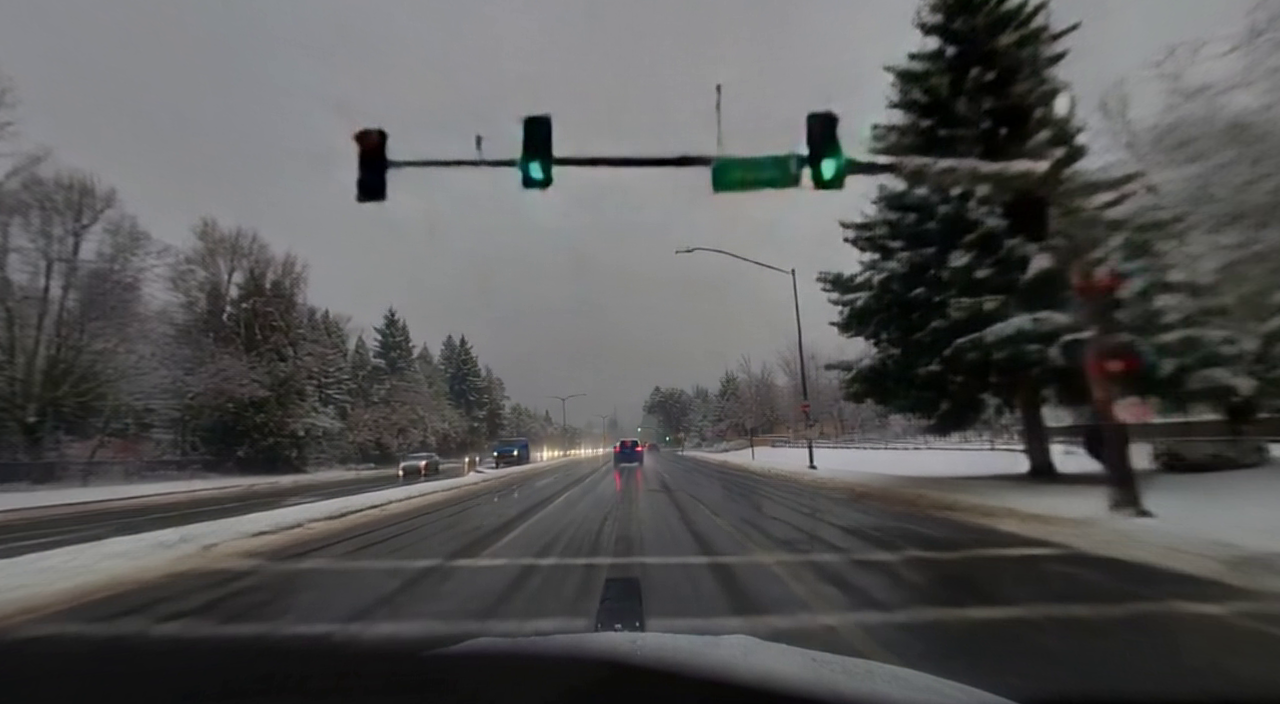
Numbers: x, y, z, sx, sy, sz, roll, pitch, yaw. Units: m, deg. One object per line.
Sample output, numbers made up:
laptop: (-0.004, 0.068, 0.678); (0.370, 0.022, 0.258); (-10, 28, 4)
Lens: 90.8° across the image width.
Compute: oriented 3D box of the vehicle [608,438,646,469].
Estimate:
vehicle: (-0.741, 6.081, 37.901); (2.174, 1.703, 4.231); (0, -9, 0)
